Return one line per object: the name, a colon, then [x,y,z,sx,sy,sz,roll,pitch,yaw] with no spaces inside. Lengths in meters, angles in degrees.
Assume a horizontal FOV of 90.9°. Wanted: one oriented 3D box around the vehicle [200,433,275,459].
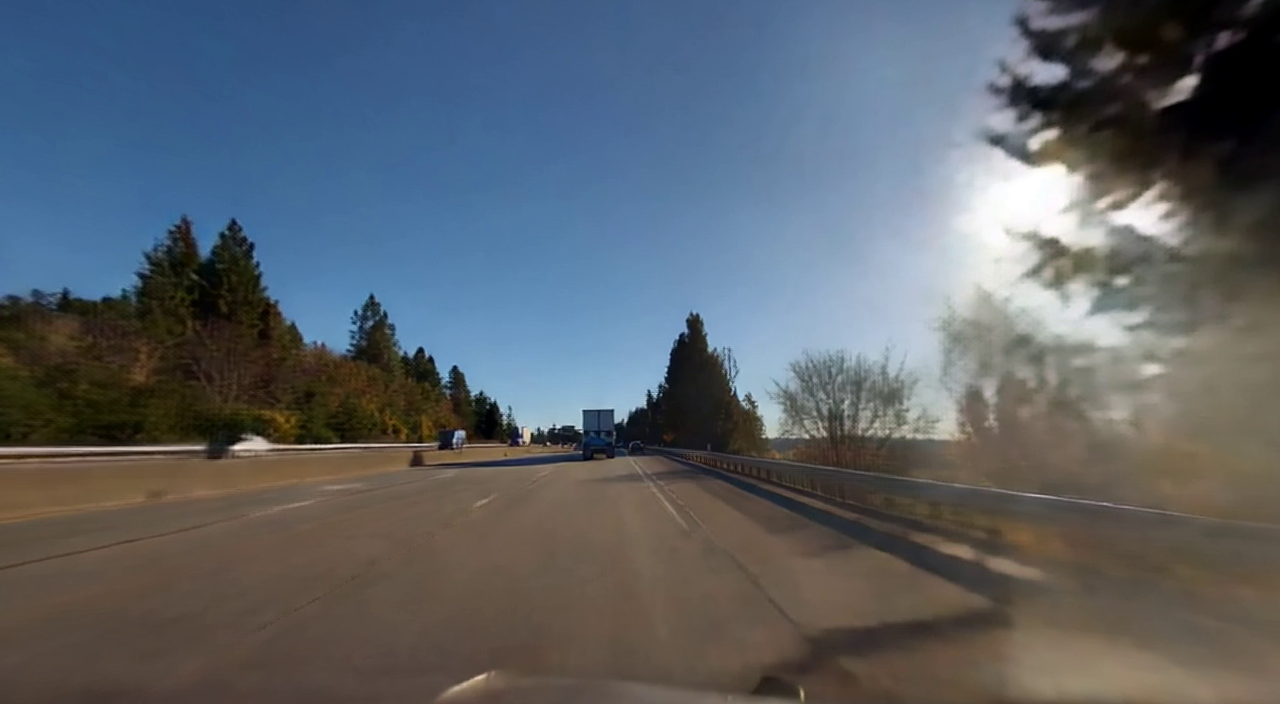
vehicle: [-25.132,5.861,39.594,1.777,1.539,4.656,1,-8,-2]
